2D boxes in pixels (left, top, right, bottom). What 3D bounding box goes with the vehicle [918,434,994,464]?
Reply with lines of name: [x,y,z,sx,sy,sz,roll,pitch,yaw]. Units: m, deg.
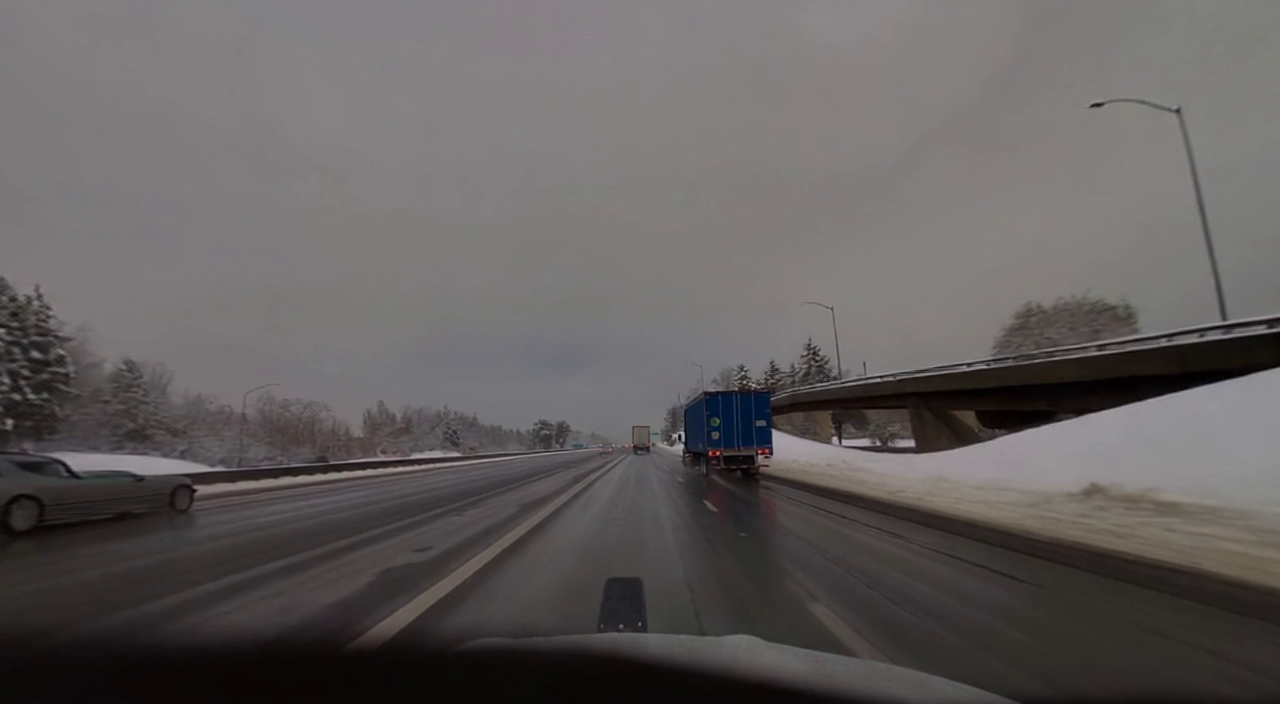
vehicle: [17.615,5.468,35.265,2.021,1.549,4.322,1,-9,1]

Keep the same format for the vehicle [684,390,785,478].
vehicle: [4.021,3.951,29.629,3.049,3.395,10.595,0,-8,0]
